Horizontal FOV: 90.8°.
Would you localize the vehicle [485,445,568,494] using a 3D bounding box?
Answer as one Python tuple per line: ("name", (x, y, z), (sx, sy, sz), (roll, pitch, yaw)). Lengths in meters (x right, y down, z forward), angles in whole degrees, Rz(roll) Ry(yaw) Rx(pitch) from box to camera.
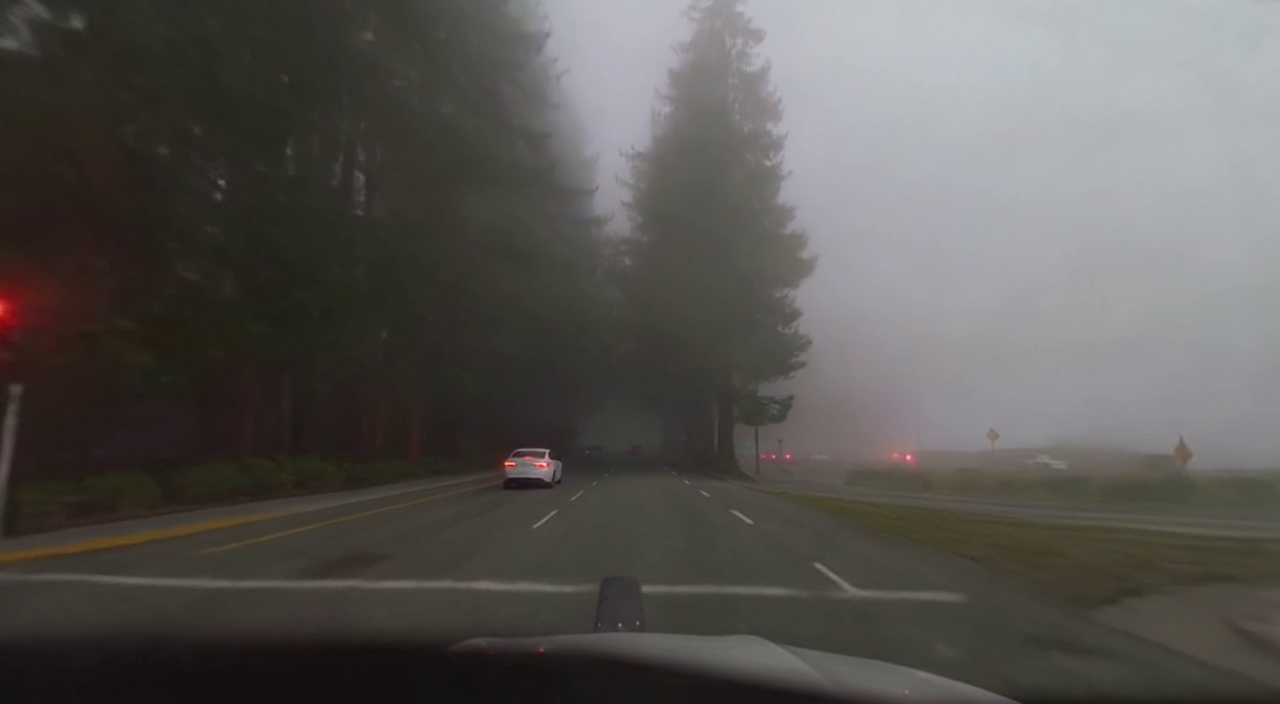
("vehicle", (-3.709, 3.913, 21.429), (1.968, 1.459, 4.433), (0, -8, 0))
